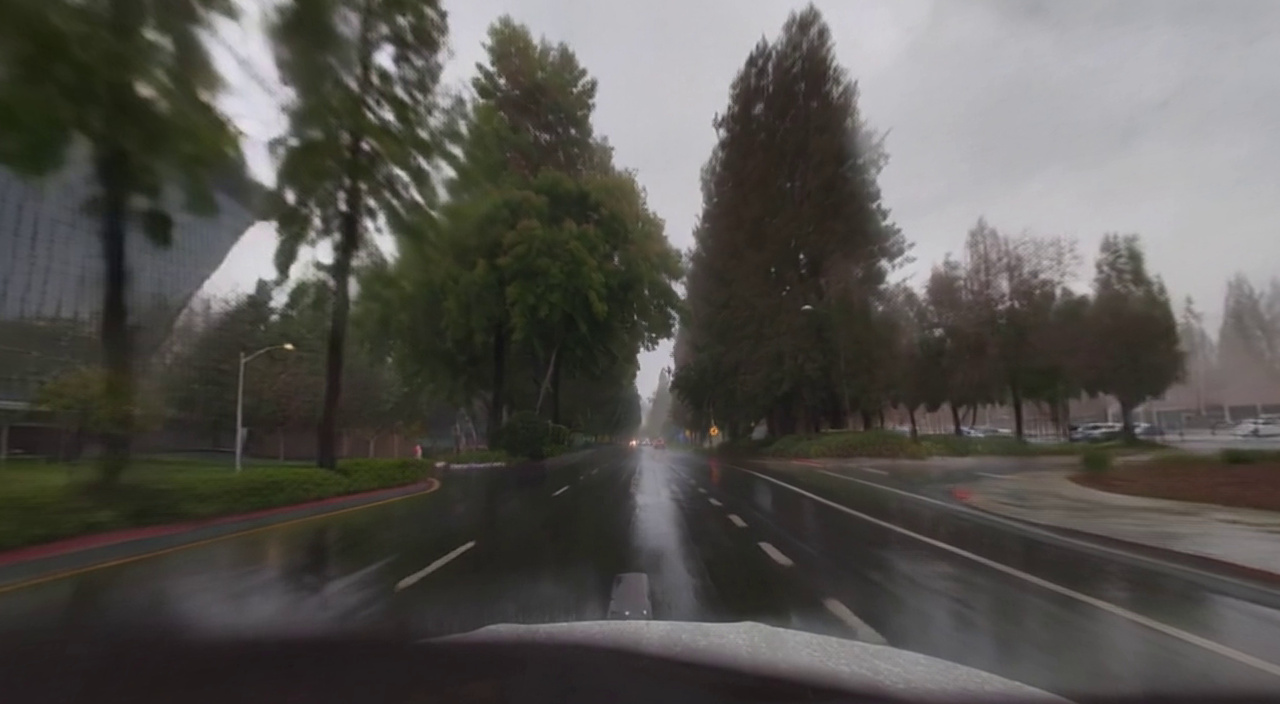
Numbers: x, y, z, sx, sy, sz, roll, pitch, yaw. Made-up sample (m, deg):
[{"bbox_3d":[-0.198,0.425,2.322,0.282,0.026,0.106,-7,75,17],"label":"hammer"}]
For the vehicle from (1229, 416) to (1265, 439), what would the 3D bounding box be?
[{"bbox_3d":[41.970,5.217,43.605,1.545,1.512,3.318,-4,-7,41],"label":"vehicle"}]

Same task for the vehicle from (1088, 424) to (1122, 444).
[{"bbox_3d":[35.334,6.233,47.872,1.828,1.443,3.905,-6,-9,38],"label":"vehicle"}]

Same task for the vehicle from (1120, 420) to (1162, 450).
[{"bbox_3d":[32.318,5.400,40.602,1.856,1.730,4.156,-9,-13,38],"label":"vehicle"}]
